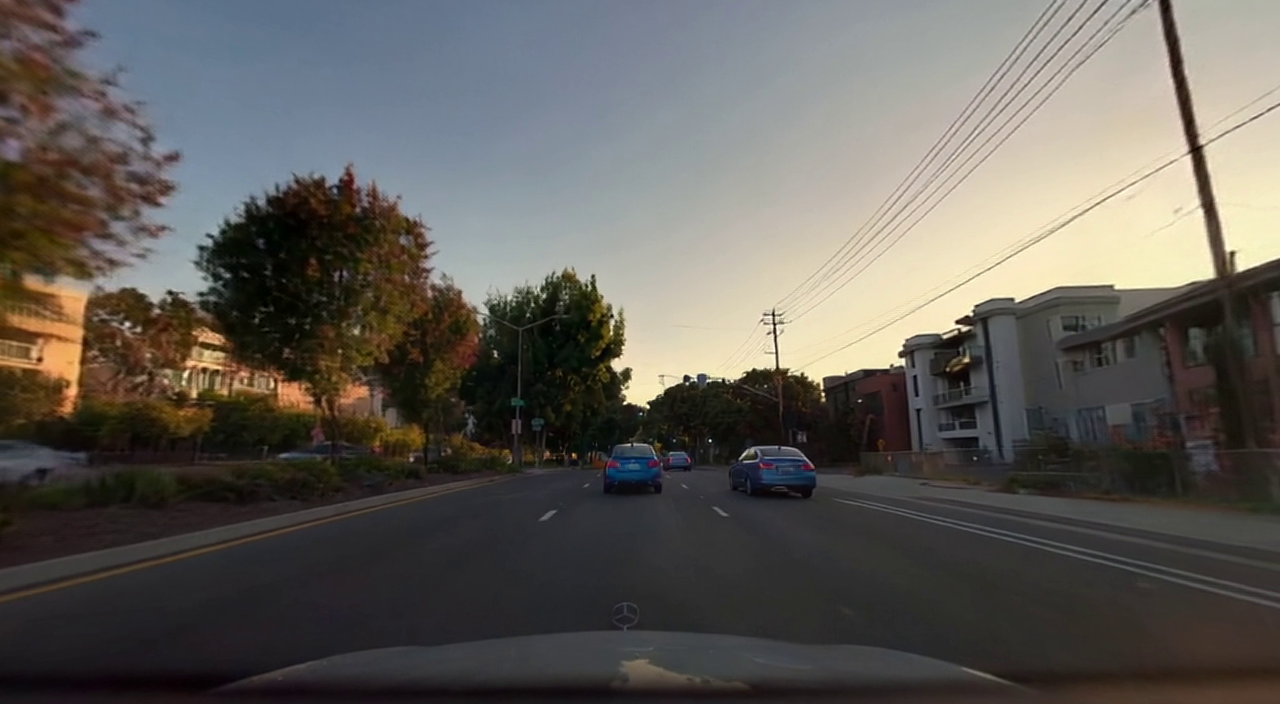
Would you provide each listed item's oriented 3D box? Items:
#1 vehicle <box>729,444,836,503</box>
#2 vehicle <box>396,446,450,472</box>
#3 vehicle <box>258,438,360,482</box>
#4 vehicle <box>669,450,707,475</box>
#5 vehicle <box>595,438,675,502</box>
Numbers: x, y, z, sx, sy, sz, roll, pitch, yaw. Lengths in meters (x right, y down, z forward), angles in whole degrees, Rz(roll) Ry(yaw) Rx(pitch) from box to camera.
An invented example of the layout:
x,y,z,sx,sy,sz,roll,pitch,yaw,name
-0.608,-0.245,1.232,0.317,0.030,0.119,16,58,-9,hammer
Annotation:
x,y,z,sx,sy,sz,roll,pitch,yaw,name
4.104,3.566,19.003,2.086,1.534,4.351,0,-9,-1,vehicle
-14.443,7.132,42.315,2.064,1.676,4.332,0,-9,1,vehicle
-14.212,4.653,27.486,2.064,1.745,4.495,0,-9,-1,vehicle
3.081,7.201,41.316,2.054,1.461,4.321,0,-8,-1,vehicle
-0.178,3.350,18.355,2.073,1.606,3.933,0,-8,-1,vehicle
